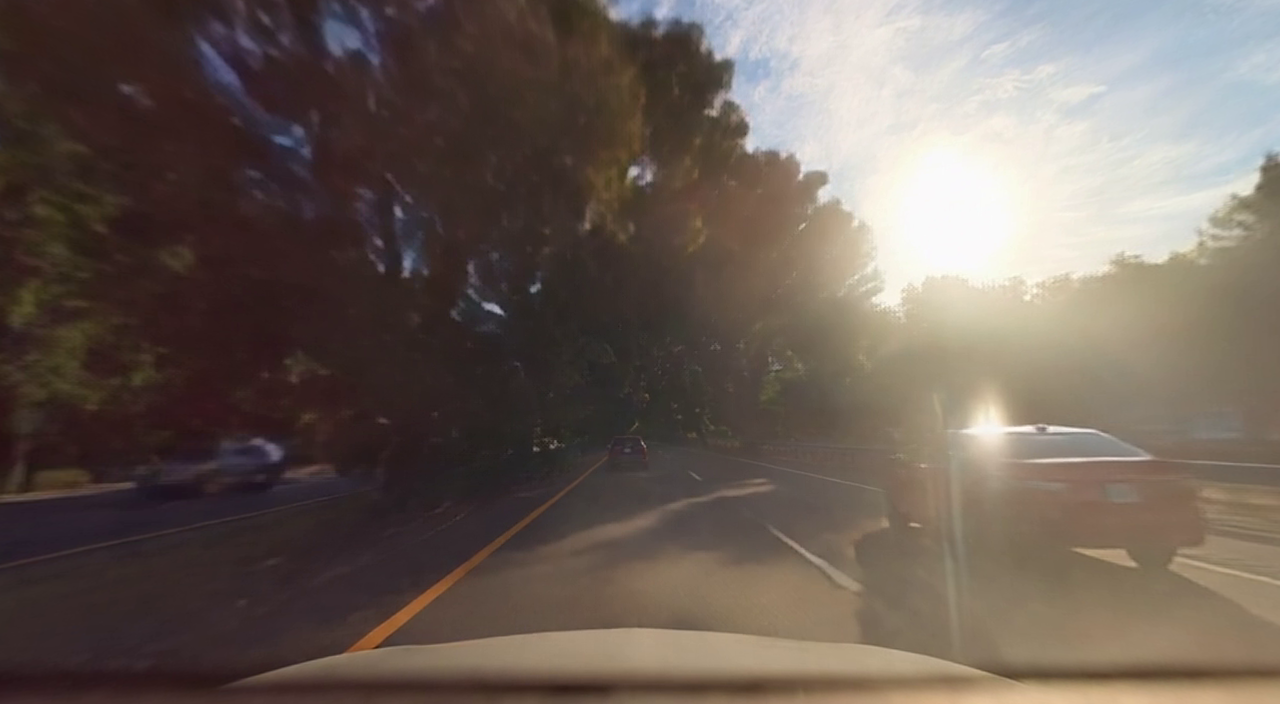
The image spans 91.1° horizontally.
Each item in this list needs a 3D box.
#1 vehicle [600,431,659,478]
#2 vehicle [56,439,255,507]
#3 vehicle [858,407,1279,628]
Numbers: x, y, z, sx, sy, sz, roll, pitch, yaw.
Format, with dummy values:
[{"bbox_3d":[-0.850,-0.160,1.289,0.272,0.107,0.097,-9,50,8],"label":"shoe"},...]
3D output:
[{"bbox_3d":[-0.360,3.543,22.057,1.897,1.479,3.724,0,-8,-1],"label":"vehicle"},{"bbox_3d":[-13.234,3.273,17.640,1.989,1.629,4.528,0,-8,0],"label":"vehicle"},{"bbox_3d":[4.099,1.429,6.550,2.010,1.508,4.285,0,-8,-1],"label":"vehicle"}]
